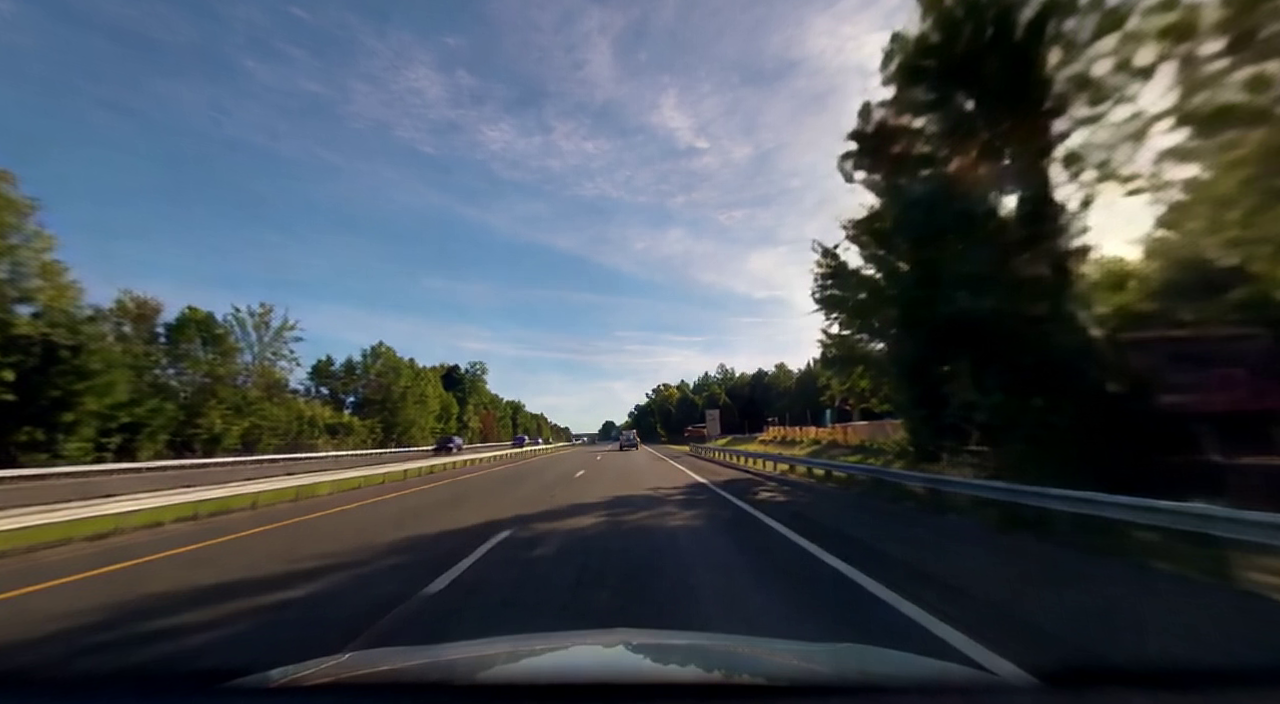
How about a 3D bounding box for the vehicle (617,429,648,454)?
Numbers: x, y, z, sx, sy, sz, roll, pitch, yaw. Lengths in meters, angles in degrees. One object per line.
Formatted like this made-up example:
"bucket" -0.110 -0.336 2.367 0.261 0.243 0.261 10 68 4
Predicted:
"vehicle" -0.617 6.939 48.967 2.295 1.861 4.564 0 -8 -1
